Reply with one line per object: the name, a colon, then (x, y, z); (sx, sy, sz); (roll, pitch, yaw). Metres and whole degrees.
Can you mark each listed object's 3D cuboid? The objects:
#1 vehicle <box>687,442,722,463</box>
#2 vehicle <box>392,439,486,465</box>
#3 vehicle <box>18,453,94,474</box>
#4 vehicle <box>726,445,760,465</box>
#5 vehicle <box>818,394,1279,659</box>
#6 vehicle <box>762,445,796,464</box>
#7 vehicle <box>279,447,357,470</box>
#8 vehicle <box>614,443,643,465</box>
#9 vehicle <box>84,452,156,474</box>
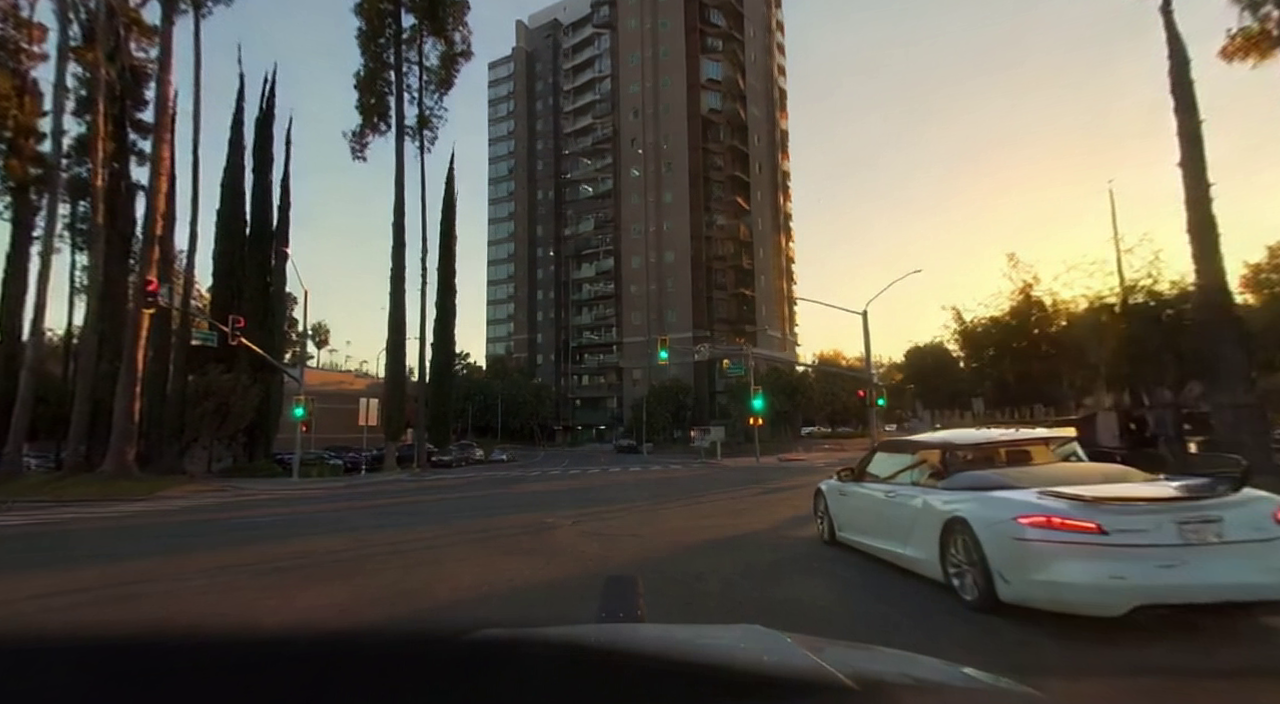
vehicle: (4.694, 7.411, 46.487); (1.983, 1.453, 4.180); (0, -9, -1)
vehicle: (-14.518, 7.256, 45.893); (6.021, 1.868, 2.172); (0, -9, 1)
vehicle: (-41.005, 7.843, 44.468); (1.651, 1.379, 3.787); (0, -9, 0)
vehicle: (7.570, 7.619, 46.785); (1.889, 1.358, 3.751); (0, -9, 1)
vehicle: (3.298, 1.345, 5.891); (1.903, 1.529, 4.254); (0, -9, -2)
vehicle: (10.179, 7.533, 46.553); (1.692, 1.343, 3.352); (0, -9, -1)
vehicle: (-21.452, 7.115, 42.190); (4.207, 1.508, 1.875); (0, -9, 2)
vehicle: (-0.850, 7.515, 46.772); (2.024, 1.489, 4.613); (0, -9, -1)
vehicle: (-36.161, 7.706, 44.058); (1.709, 1.410, 3.945); (0, -9, -1)
